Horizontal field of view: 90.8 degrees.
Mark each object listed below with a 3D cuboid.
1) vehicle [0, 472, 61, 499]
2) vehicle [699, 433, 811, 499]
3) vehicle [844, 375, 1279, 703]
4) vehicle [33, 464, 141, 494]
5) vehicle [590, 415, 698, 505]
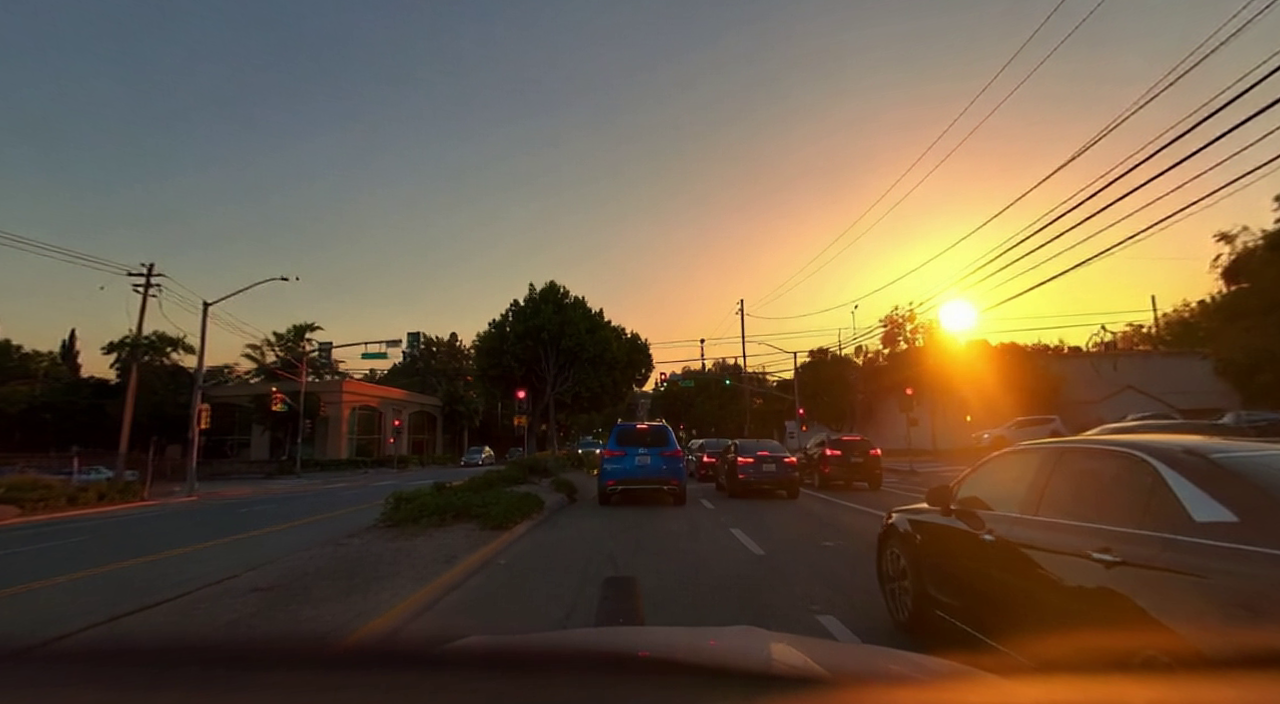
[{"bbox_3d":[-37.964,7.969,37.708,4.625,1.455,2.029,0,-9,-4],"label":"vehicle"},{"bbox_3d":[2.830,2.923,16.614,2.025,1.477,4.333,0,-9,-1],"label":"vehicle"},{"bbox_3d":[2.780,1.016,3.215,2.004,1.460,4.297,0,-9,-1],"label":"vehicle"},{"bbox_3d":[-33.227,7.629,38.070,4.550,1.601,1.766,1,-9,-7],"label":"vehicle"},{"bbox_3d":[0.069,2.603,15.574,2.236,1.856,4.816,0,-9,0],"label":"vehicle"}]
